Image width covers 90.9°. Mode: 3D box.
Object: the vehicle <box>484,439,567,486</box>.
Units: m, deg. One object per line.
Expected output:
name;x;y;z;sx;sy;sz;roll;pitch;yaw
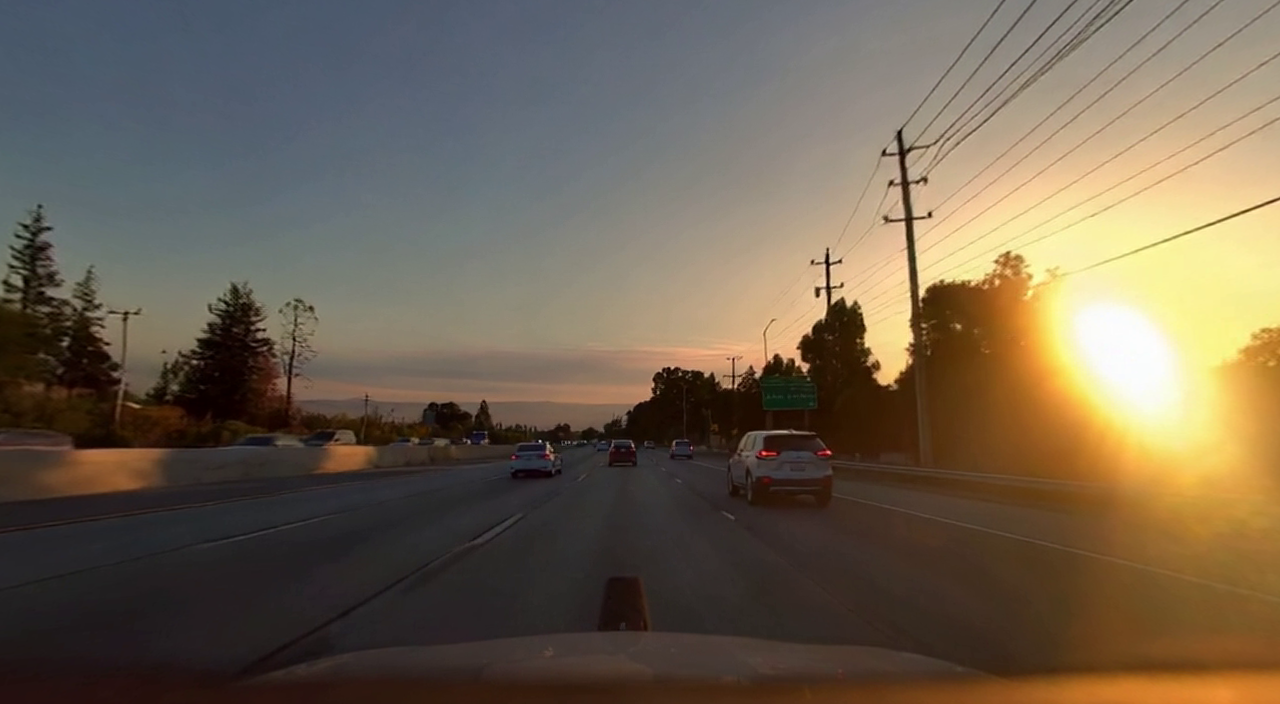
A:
vehicle;-4.165;4.095;23.822;2.091;1.562;5.220;0;-9;1

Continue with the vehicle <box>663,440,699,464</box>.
vehicle;2.970;7.414;46.926;2.099;1.720;4.829;1;-9;-3

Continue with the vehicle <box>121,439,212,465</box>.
vehicle;-28.081;5.933;37.622;1.785;1.445;4.699;0;-8;-1

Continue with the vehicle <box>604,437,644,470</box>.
vehicle;-0.947;5.890;36.758;2.192;1.769;4.287;0;-9;-1

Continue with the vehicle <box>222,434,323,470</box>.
vehicle;-16.818;4.603;29.186;1.984;1.524;4.452;0;-9;0

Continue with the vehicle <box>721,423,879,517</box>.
vehicle;3.288;2.555;14.172;2.102;1.723;4.745;1;-9;-3
